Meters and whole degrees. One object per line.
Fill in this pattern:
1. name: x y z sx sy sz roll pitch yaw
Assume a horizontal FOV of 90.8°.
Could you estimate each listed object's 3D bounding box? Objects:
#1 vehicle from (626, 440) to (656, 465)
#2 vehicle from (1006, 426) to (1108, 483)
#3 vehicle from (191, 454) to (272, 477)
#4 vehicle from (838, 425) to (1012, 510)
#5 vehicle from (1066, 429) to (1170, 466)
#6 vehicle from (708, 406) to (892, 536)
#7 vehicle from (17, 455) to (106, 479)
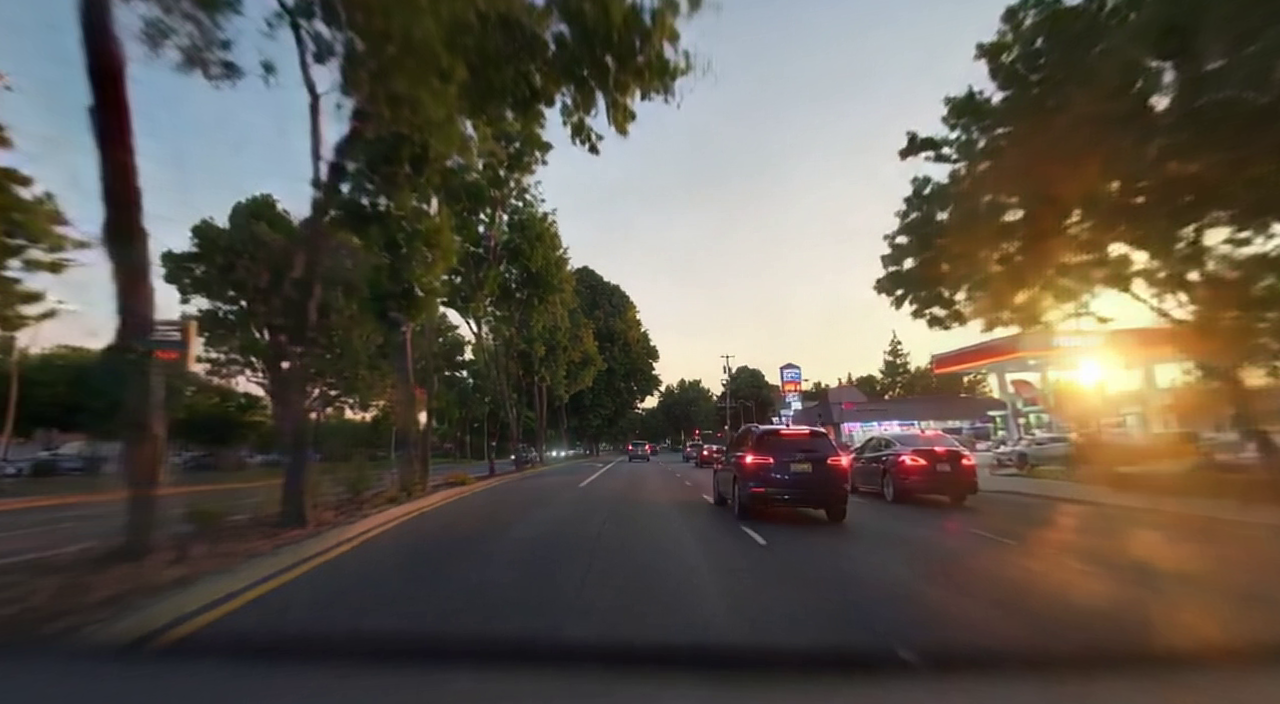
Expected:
1. vehicle: 0.046 7.143 45.026 2.101 1.707 3.904 0 -8 -1
2. vehicle: 15.701 3.812 23.680 4.816 1.882 2.059 8 -12 -44
3. vehicle: -29.109 8.077 45.067 4.435 1.507 1.926 0 -8 1
4. vehicle: 6.756 2.783 15.707 2.025 1.765 4.729 0 -8 -1
5. vehicle: 24.015 4.847 31.972 1.911 1.714 4.237 0 -9 0
6. vehicle: 2.670 2.145 11.977 2.038 1.917 4.900 0 -8 -2
7. vehicle: -40.719 8.078 44.491 4.479 1.563 1.966 -1 -9 5
